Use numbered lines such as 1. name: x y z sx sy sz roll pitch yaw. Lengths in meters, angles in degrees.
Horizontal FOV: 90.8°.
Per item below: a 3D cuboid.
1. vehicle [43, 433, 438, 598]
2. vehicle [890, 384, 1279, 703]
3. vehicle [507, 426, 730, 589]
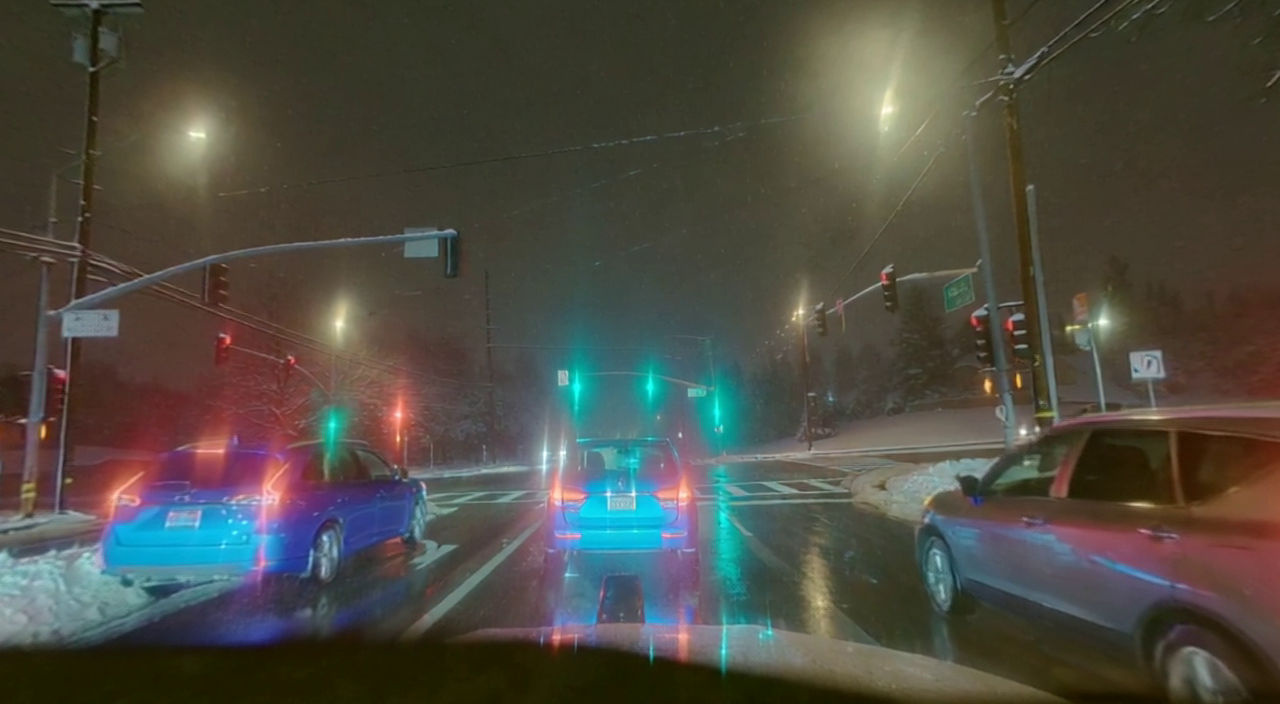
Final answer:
1. vehicle: -4.369 1.819 8.006 2.106 1.492 4.312 0 -8 1
2. vehicle: 2.917 1.016 3.049 1.860 1.494 3.707 0 -8 0
3. vehicle: -0.225 1.756 8.018 2.061 1.485 4.196 0 -8 -1
